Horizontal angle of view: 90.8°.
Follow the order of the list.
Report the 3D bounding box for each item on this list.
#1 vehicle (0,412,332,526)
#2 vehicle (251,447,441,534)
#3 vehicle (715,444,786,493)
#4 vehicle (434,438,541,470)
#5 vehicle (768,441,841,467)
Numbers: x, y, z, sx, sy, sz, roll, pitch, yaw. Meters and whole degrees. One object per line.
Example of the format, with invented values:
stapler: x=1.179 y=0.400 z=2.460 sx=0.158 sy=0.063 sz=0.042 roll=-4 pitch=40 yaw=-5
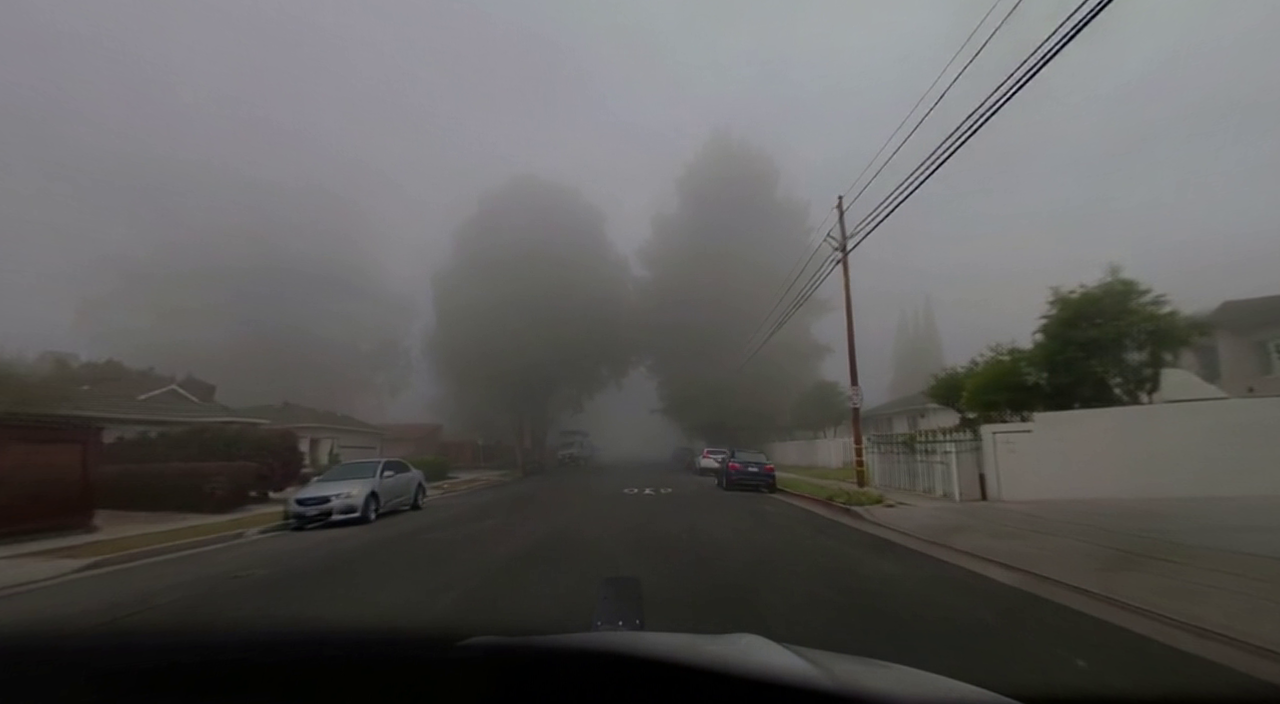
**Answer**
vehicle: x=-11.125 y=2.798 z=15.820 sx=2.416 sy=2.211 sz=6.384 roll=-2 pitch=-9 yaw=15
vehicle: x=-6.508 y=3.066 z=14.730 sx=2.062 sy=1.500 sz=4.629 roll=-3 pitch=-8 yaw=3
vehicle: x=3.641 y=3.898 z=21.534 sx=1.903 sy=1.500 sz=4.057 roll=0 pitch=-9 yaw=3
vehicle: x=-10.165 y=6.834 z=42.565 sx=6.540 sy=2.079 sz=2.565 roll=0 pitch=-9 yaw=1
vehicle: x=11.542 y=7.175 z=44.600 sx=4.530 sy=1.736 sz=2.144 roll=0 pitch=-9 yaw=3
